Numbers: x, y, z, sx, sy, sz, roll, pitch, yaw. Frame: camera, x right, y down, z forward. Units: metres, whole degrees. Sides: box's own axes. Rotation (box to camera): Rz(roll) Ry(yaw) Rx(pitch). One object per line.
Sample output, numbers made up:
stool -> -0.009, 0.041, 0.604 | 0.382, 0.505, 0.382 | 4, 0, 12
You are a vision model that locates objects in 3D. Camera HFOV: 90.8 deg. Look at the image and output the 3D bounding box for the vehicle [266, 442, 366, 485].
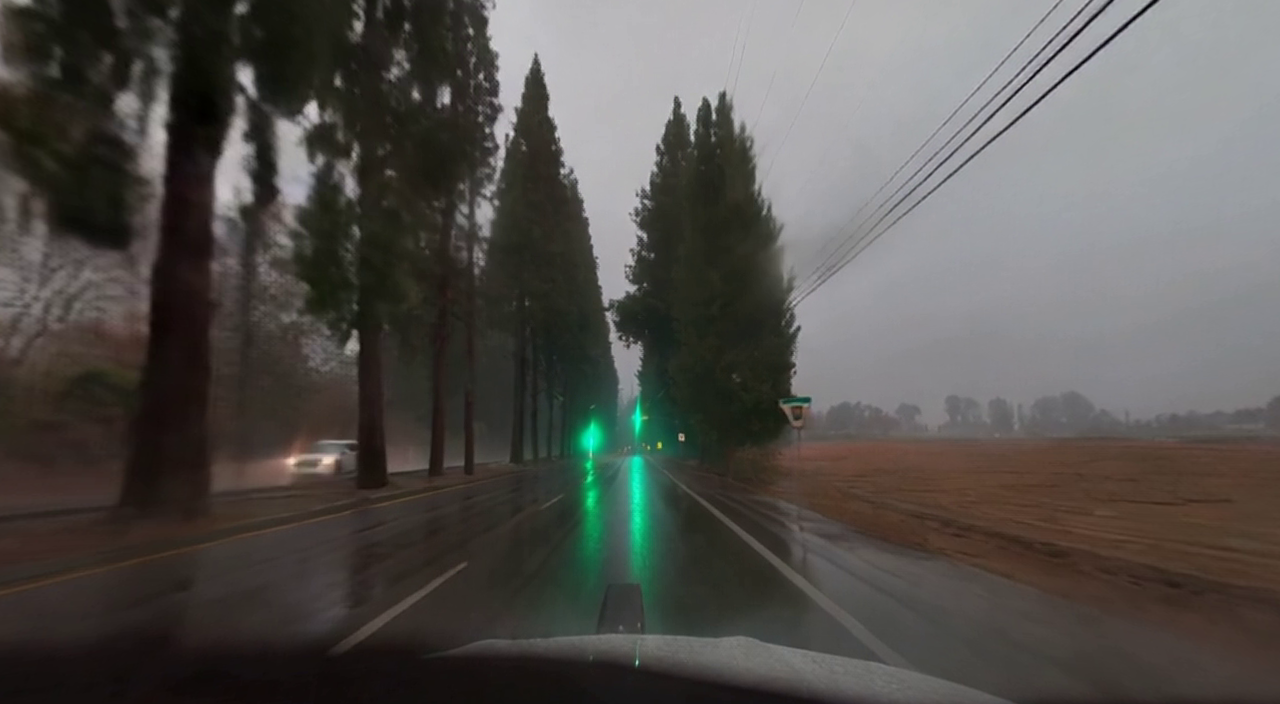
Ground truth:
vehicle -> -14.352, 4.946, 28.368 | 2.037, 1.712, 4.576 | 0, -9, 0
